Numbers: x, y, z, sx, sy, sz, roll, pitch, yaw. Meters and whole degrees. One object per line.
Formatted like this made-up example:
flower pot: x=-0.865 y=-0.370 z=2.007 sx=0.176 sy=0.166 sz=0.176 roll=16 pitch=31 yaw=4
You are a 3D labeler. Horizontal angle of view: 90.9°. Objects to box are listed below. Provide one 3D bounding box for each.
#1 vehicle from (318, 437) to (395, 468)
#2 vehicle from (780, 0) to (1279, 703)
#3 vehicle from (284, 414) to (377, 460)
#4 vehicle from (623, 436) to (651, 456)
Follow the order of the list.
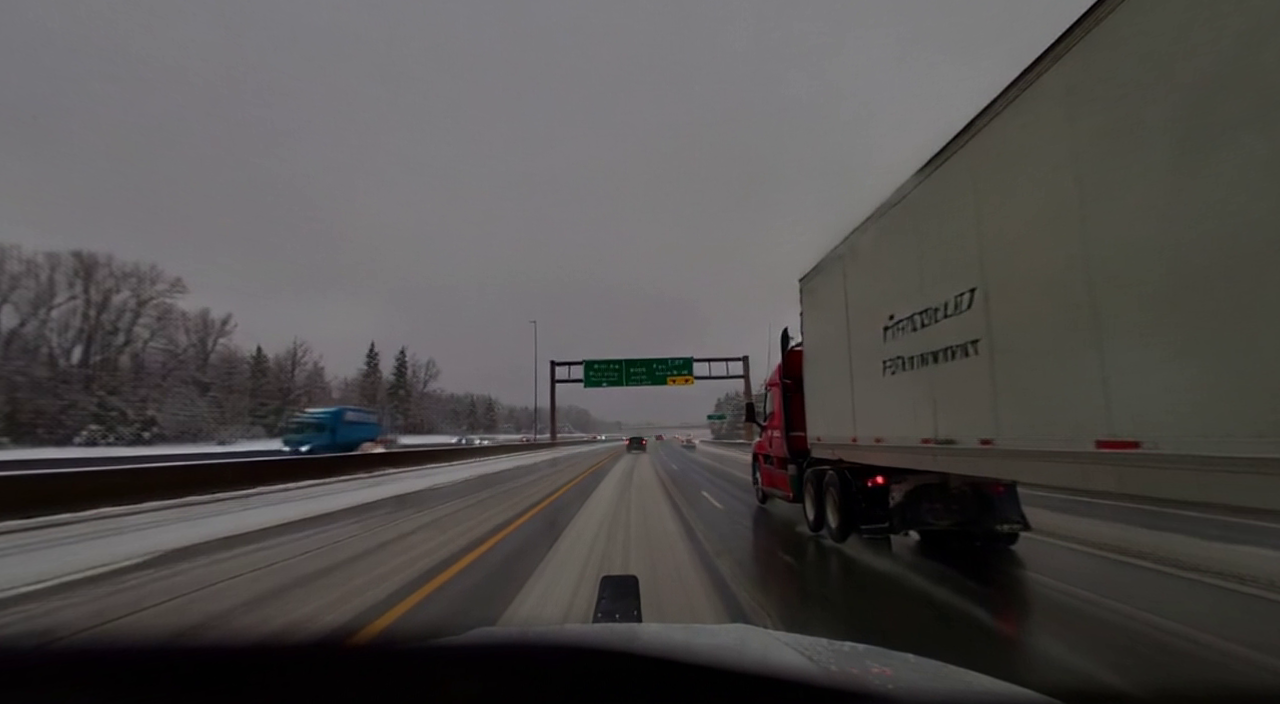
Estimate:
vehicle: x=-14.659 y=5.193 z=32.914 sx=1.904 sy=1.518 sz=4.511 roll=0 pitch=-8 yaw=0
vehicle: x=3.756 y=-0.443 z=2.037 sx=2.976 sy=4.077 sz=14.571 roll=0 pitch=-8 yaw=-1
vehicle: x=-22.305 y=6.212 z=45.965 sx=2.663 sy=3.057 sz=7.746 roll=-1 pitch=-8 yaw=2
vehicle: x=-0.233 y=7.372 z=49.484 sx=2.140 sy=1.475 sz=3.969 roll=0 pitch=-8 yaw=0
